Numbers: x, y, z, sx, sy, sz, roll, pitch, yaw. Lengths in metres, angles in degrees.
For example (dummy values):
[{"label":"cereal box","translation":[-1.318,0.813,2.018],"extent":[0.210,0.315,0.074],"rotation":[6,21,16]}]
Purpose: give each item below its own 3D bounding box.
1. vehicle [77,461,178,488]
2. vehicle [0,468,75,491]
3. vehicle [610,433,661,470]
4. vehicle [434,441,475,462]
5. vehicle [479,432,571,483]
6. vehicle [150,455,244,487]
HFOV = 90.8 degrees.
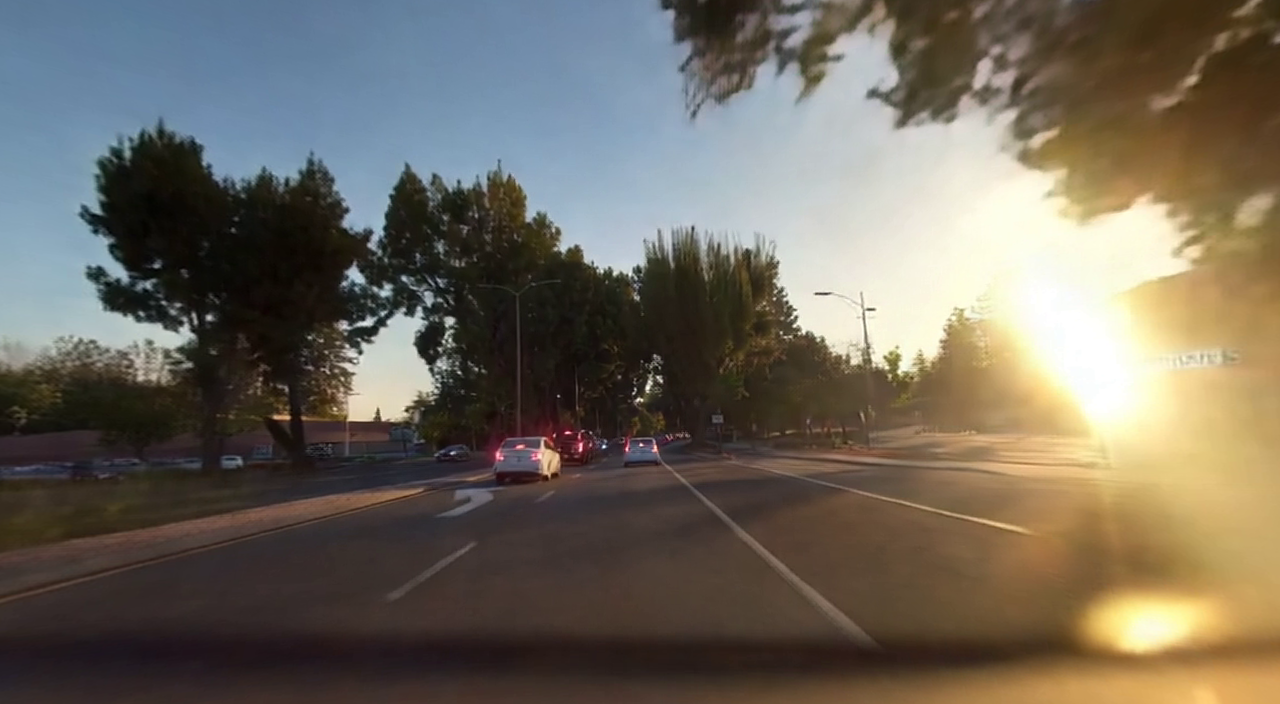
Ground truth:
[{"label":"vehicle","translation":[-29.218,6.954,36.069],"extent":[4.193,1.435,1.770],"rotation":[0,-8,0]},{"label":"vehicle","translation":[-41.580,8.710,43.322],"extent":[3.900,1.453,1.740],"rotation":[0,-8,0]},{"label":"vehicle","translation":[-0.218,4.407,28.142],"extent":[2.126,1.475,3.967],"rotation":[0,-8,-1]},{"label":"vehicle","translation":[-13.572,7.286,46.391],"extent":[1.879,1.503,4.274],"rotation":[0,-8,-3]},{"label":"vehicle","translation":[-3.600,3.397,20.624],"extent":[2.139,1.487,4.453],"rotation":[0,-8,0]},{"label":"vehicle","translation":[-28.792,7.714,41.190],"extent":[4.586,1.682,2.003],"rotation":[-3,-8,-4]}]
